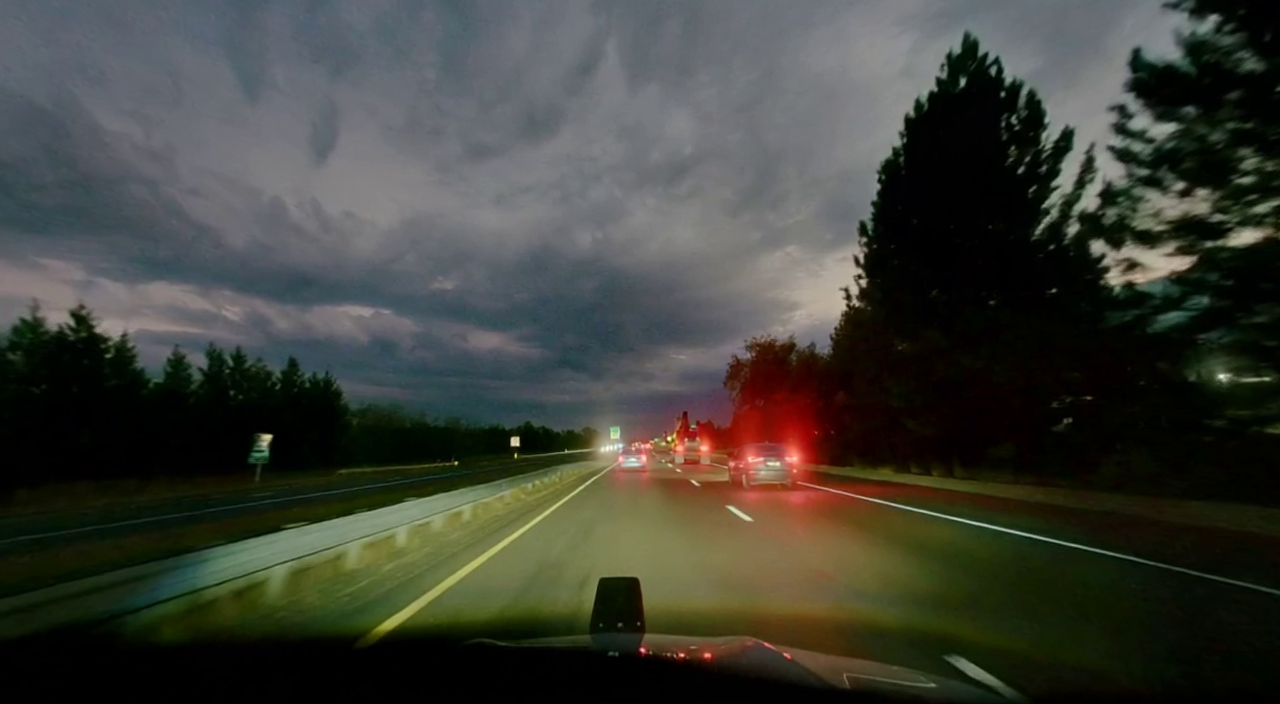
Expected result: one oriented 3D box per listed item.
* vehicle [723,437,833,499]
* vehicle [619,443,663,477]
[{"bbox_3d":[3.768,3.255,18.012,2.168,1.529,3.883,0,-9,-1],"label":"vehicle"},{"bbox_3d":[0.014,5.318,31.144,2.045,1.527,4.023,0,-9,-1],"label":"vehicle"}]
